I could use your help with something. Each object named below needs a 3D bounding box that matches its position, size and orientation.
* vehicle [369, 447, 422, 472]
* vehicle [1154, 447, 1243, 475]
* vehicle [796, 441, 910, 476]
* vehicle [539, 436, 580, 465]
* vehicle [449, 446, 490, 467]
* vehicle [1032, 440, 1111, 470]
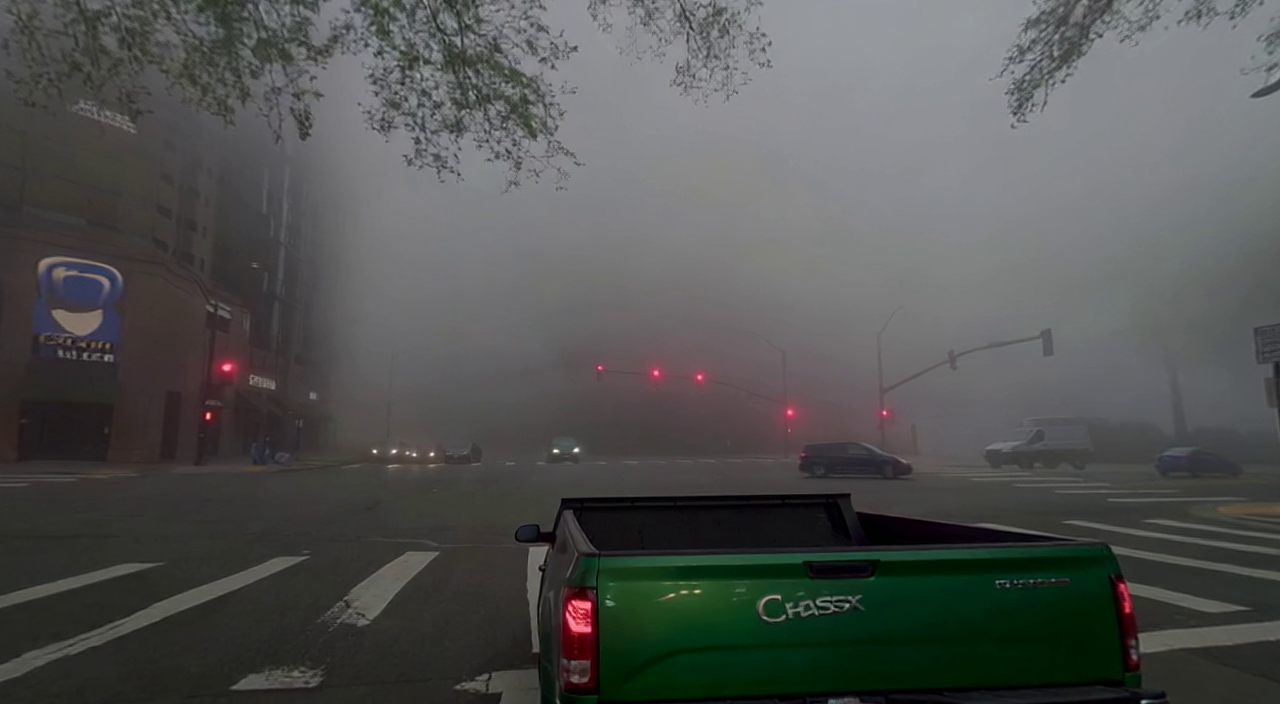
[{"bbox_3d":[-16.249,7.131,42.242,1.883,1.586,4.297,0,-9,-1],"label":"vehicle"},{"bbox_3d":[31.608,6.119,35.741,4.522,1.460,2.097,4,-10,-26],"label":"vehicle"},{"bbox_3d":[9.521,4.805,28.612,4.658,1.478,1.946,-2,-9,15],"label":"vehicle"},{"bbox_3d":[-5.529,6.865,44.186,2.289,1.927,5.667,0,-8,-2],"label":"vehicle"},{"bbox_3d":[-12.611,7.761,47.089,1.946,1.474,4.008,0,-9,0],"label":"vehicle"},{"bbox_3d":[26.347,6.264,38.558,4.541,1.731,2.007,5,-10,-28],"label":"vehicle"}]
